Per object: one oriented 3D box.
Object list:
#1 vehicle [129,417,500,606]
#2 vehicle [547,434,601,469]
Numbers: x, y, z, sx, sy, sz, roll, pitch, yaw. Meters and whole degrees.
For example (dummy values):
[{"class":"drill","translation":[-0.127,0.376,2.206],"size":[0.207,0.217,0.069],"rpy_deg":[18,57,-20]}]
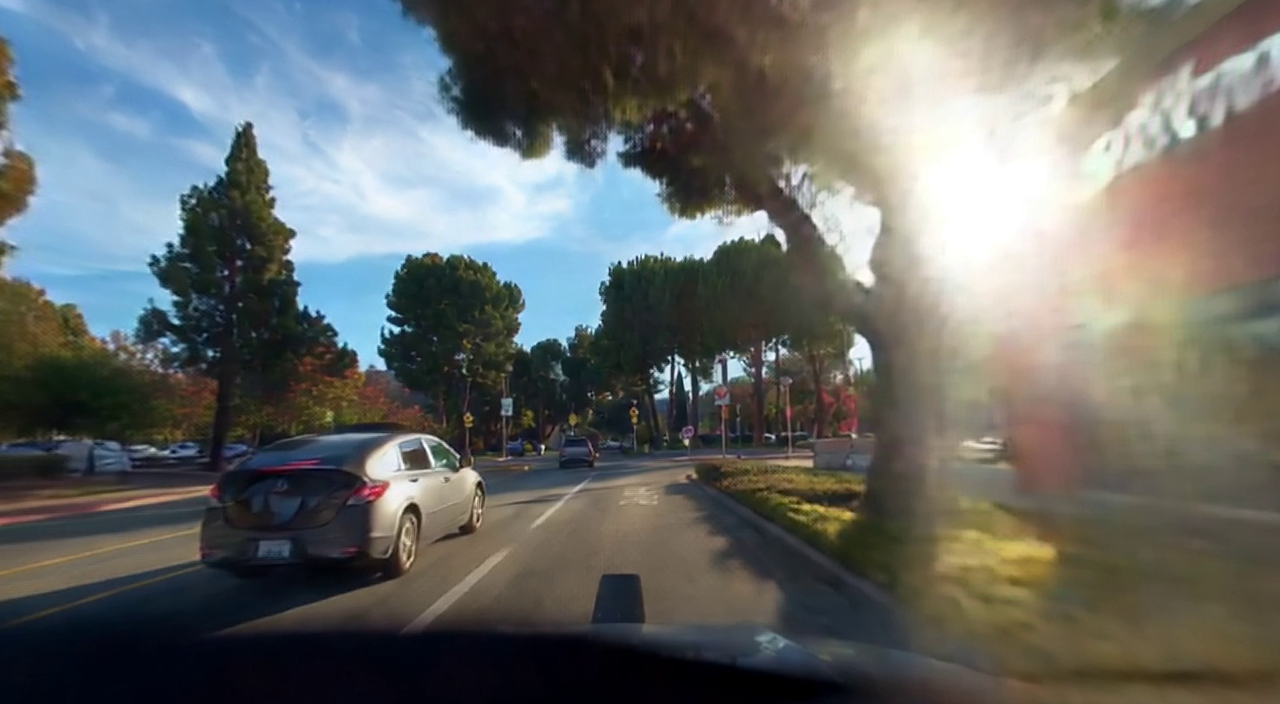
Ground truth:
[{"class":"vehicle","translation":[-3.072,1.558,7.208],"size":[1.853,1.478,4.381],"rpy_deg":[0,-8,1]},{"class":"vehicle","translation":[-2.925,4.486,28.654],"size":[1.962,1.424,4.289],"rpy_deg":[0,-8,1]}]
